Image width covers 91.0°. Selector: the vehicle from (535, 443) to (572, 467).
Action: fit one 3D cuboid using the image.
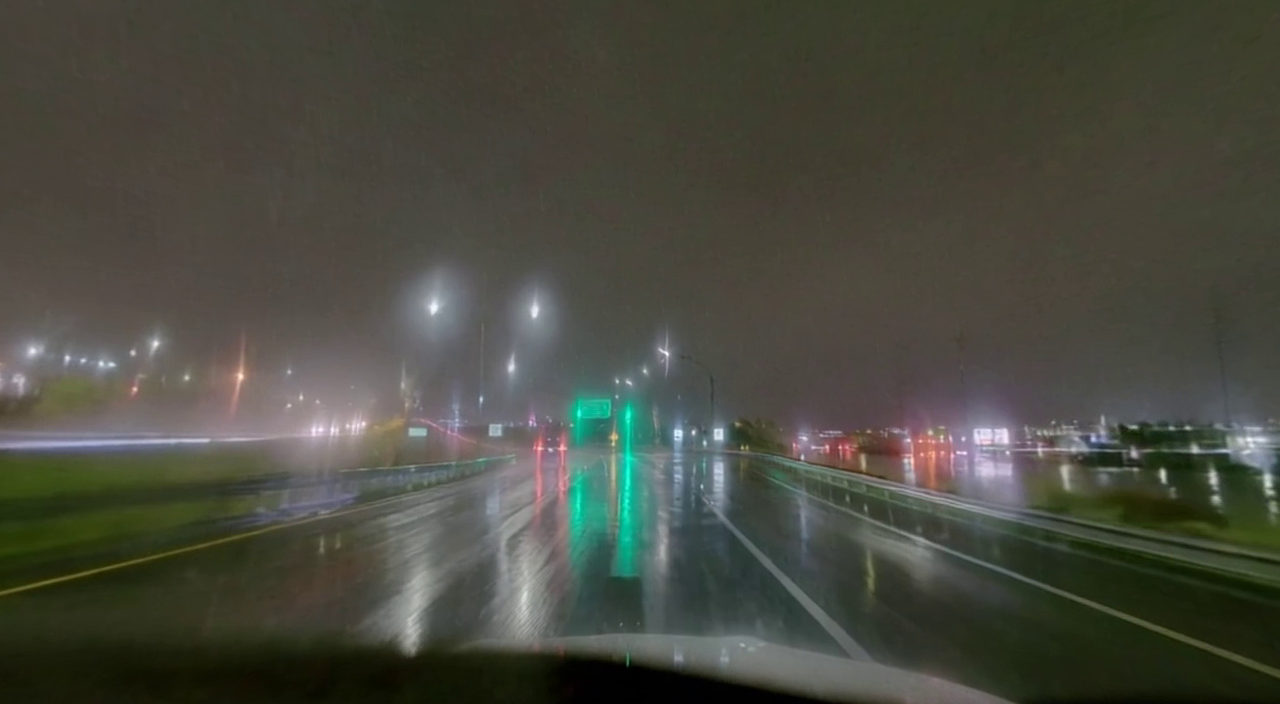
[{"bbox_3d":[-6.003,7.171,44.013,2.234,1.588,4.484,1,-8,-4],"label":"vehicle"}]
